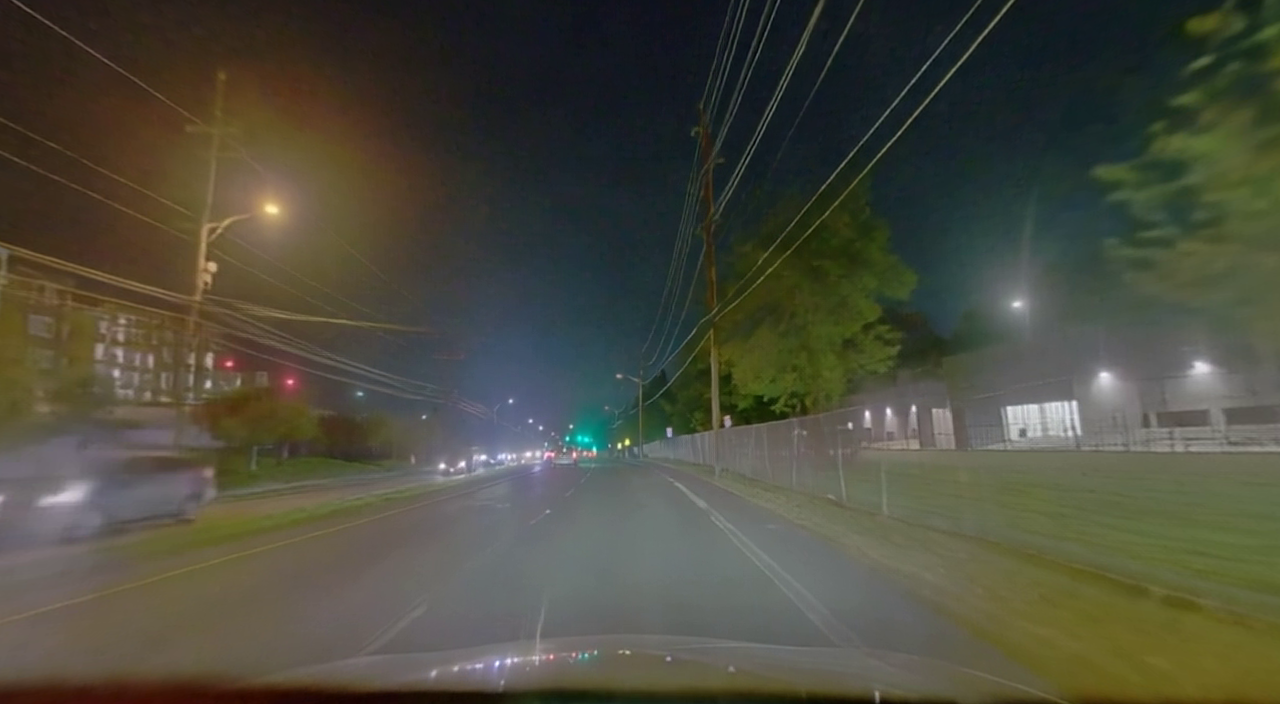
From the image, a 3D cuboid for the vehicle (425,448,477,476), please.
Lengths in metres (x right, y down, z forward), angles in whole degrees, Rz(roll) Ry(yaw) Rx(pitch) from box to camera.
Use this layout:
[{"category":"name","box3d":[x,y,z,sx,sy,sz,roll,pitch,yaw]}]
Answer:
[{"category":"vehicle","box3d":[-11.120,6.459,37.315,1.911,1.508,4.448,1,-9,-3]}]

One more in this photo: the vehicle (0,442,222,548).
[{"category":"vehicle","box3d":[-10.525,2.619,12.258,1.954,1.690,4.080,1,-9,-1]}]

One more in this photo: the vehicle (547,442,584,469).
[{"category":"vehicle","box3d":[-4.583,6.440,39.327,1.992,1.515,4.289,1,-9,-3]}]
